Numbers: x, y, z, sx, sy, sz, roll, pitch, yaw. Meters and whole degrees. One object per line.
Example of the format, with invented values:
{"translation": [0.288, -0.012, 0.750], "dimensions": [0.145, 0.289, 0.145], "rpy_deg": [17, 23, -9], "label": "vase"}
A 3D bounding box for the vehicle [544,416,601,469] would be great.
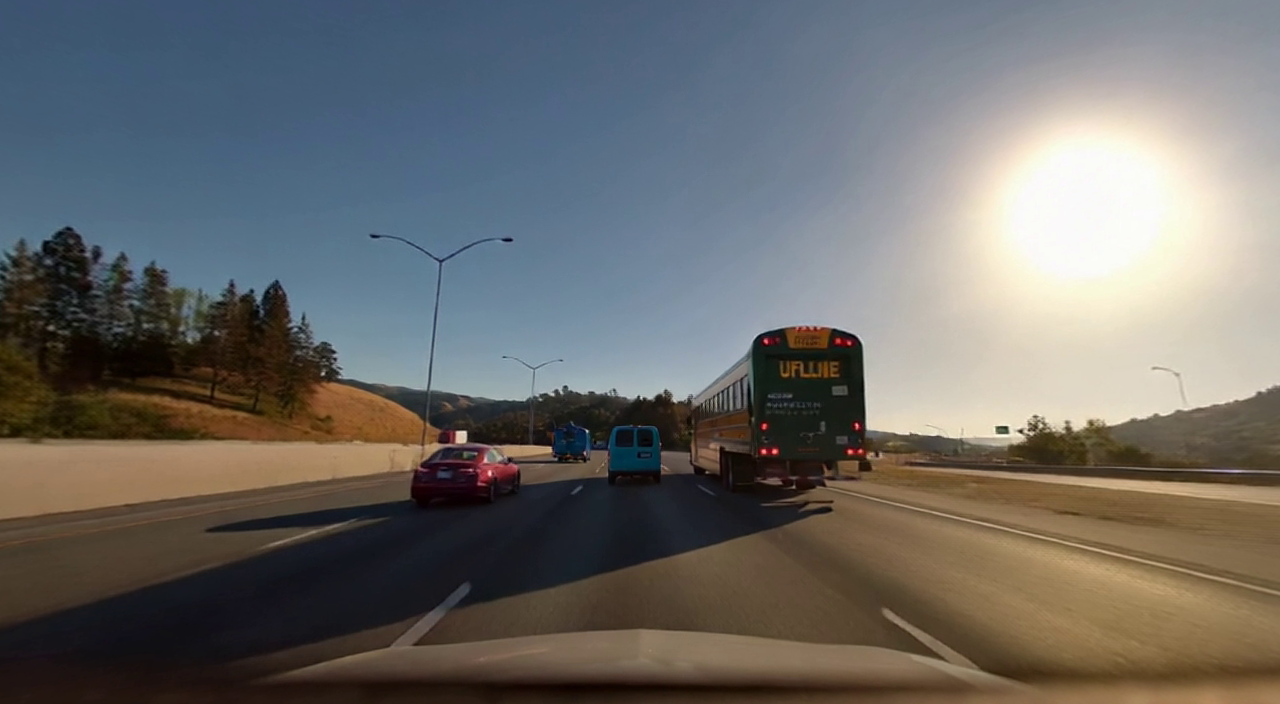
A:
{"translation": [-4.127, 5.775, 40.384], "dimensions": [2.947, 3.009, 7.991], "rpy_deg": [0, -8, -1], "label": "vehicle"}

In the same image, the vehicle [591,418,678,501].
{"translation": [-0.212, 2.853, 17.118], "dimensions": [2.037, 1.929, 4.343], "rpy_deg": [0, -8, -2], "label": "vehicle"}

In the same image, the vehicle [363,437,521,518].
{"translation": [-4.010, 2.596, 13.656], "dimensions": [2.039, 1.453, 4.197], "rpy_deg": [0, -8, 0], "label": "vehicle"}

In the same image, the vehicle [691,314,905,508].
{"translation": [3.836, 2.168, 19.967], "dimensions": [3.006, 4.101, 13.245], "rpy_deg": [0, -8, -2], "label": "vehicle"}
